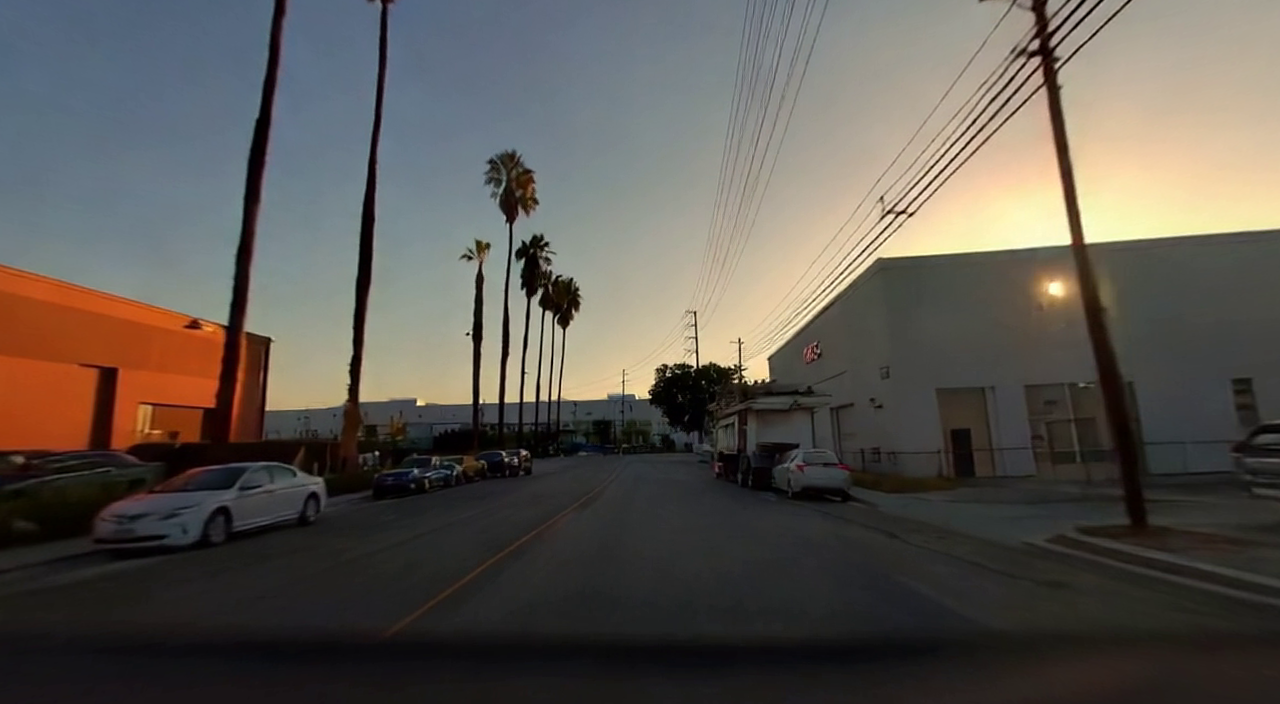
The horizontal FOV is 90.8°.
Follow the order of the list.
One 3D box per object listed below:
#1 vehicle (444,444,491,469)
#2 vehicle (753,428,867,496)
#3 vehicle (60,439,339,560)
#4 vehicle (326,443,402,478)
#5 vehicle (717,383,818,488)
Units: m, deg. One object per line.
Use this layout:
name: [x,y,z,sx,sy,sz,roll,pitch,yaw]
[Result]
vehicle: [-13.440,8.133,49.593,2.104,1.817,5.693,0,-9,0]
vehicle: [4.924,3.278,19.190,2.141,1.739,5.130,0,-9,1]
vehicle: [-7.386,2.431,11.271,1.936,1.632,4.145,-3,-8,2]
vehicle: [-16.036,6.310,37.022,2.156,1.864,4.908,-1,-9,1]
vehicle: [5.111,3.696,27.418,2.933,3.697,10.065,-1,-9,4]
